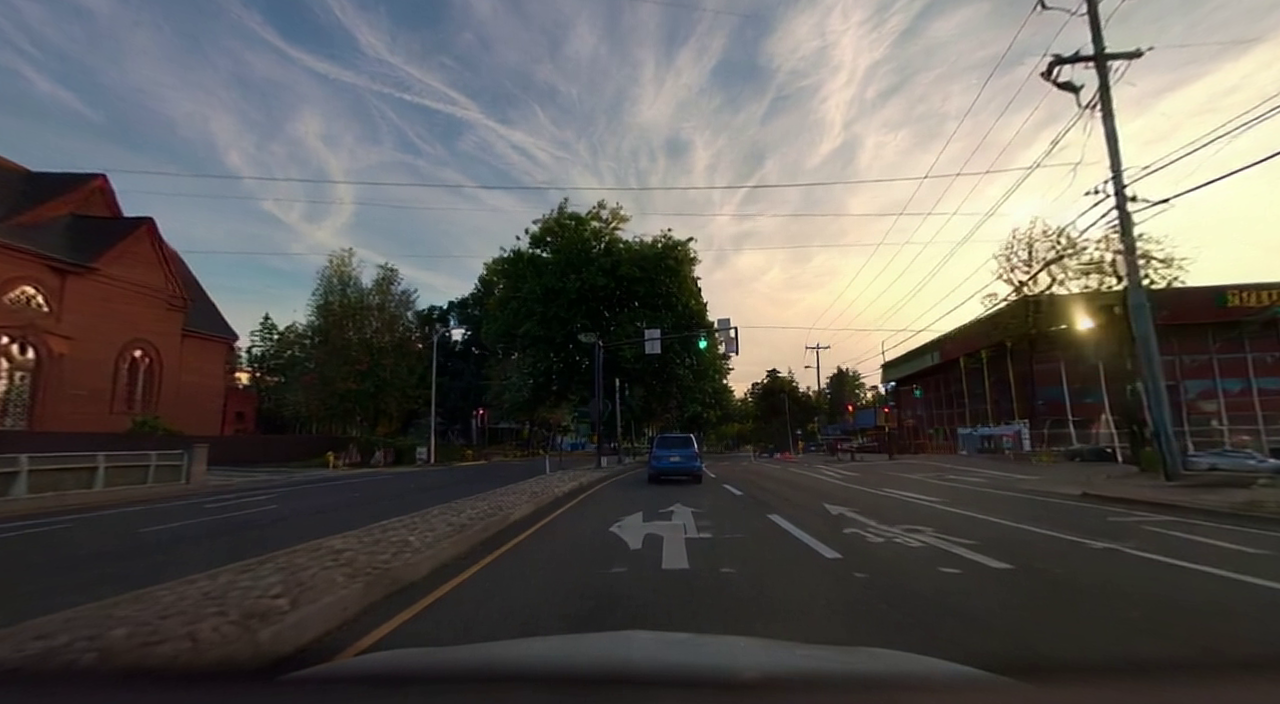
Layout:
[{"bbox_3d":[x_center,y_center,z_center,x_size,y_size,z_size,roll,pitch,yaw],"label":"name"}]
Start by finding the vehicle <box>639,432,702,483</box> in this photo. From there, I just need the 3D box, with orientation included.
[{"bbox_3d":[1.101,3.748,22.593,2.032,1.621,4.082,-1,-9,3],"label":"vehicle"}]

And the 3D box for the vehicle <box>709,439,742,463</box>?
[{"bbox_3d":[6.554,7.653,48.936,2.273,1.734,5.120,-1,-9,6],"label":"vehicle"}]
